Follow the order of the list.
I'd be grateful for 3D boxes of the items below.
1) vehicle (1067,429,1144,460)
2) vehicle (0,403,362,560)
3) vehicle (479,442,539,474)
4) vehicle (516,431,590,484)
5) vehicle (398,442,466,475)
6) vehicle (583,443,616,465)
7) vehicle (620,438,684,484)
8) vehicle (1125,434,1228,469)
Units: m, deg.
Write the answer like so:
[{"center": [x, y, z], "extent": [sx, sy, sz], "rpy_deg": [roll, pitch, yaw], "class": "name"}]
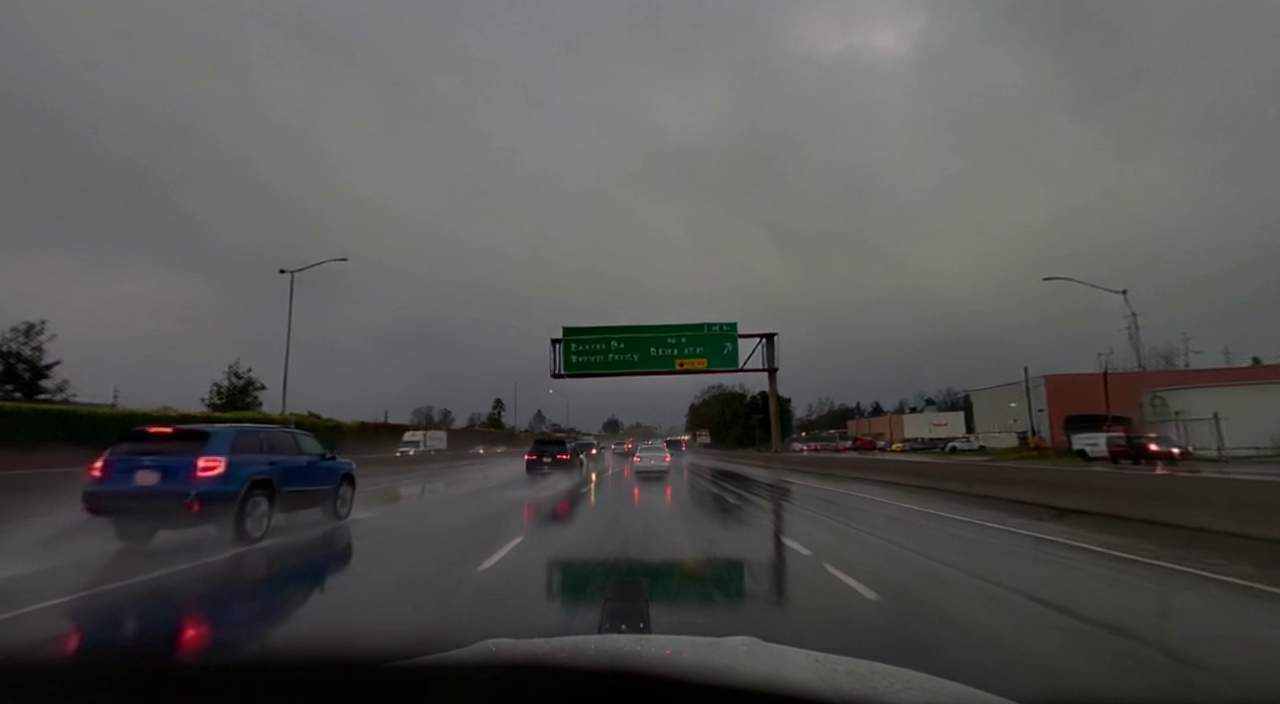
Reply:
[{"center": [30.899, 6.184, 41.998], "extent": [1.939, 1.888, 3.984], "rpy_deg": [0, -9, -1], "class": "vehicle"}, {"center": [-6.499, 1.853, 9.793], "extent": [2.125, 1.804, 4.864], "rpy_deg": [0, -8, 0], "class": "vehicle"}, {"center": [-6.338, 5.171, 31.029], "extent": [1.933, 1.439, 4.441], "rpy_deg": [0, -8, 1], "class": "vehicle"}, {"center": [-3.076, 3.825, 23.191], "extent": [2.007, 1.730, 4.412], "rpy_deg": [0, -8, 1], "class": "vehicle"}, {"center": [-10.083, 5.158, 30.910], "extent": [1.861, 1.495, 4.007], "rpy_deg": [0, -8, 1], "class": "vehicle"}, {"center": [-2.934, 7.483, 46.451], "extent": [2.048, 1.497, 4.466], "rpy_deg": [0, -8, 1], "class": "vehicle"}, {"center": [0.404, 3.886, 22.738], "extent": [2.090, 1.474, 3.970], "rpy_deg": [0, -8, 1], "class": "vehicle"}, {"center": [30.894, 5.708, 36.549], "extent": [1.858, 1.741, 4.683], "rpy_deg": [-2, -7, 1], "class": "vehicle"}]
